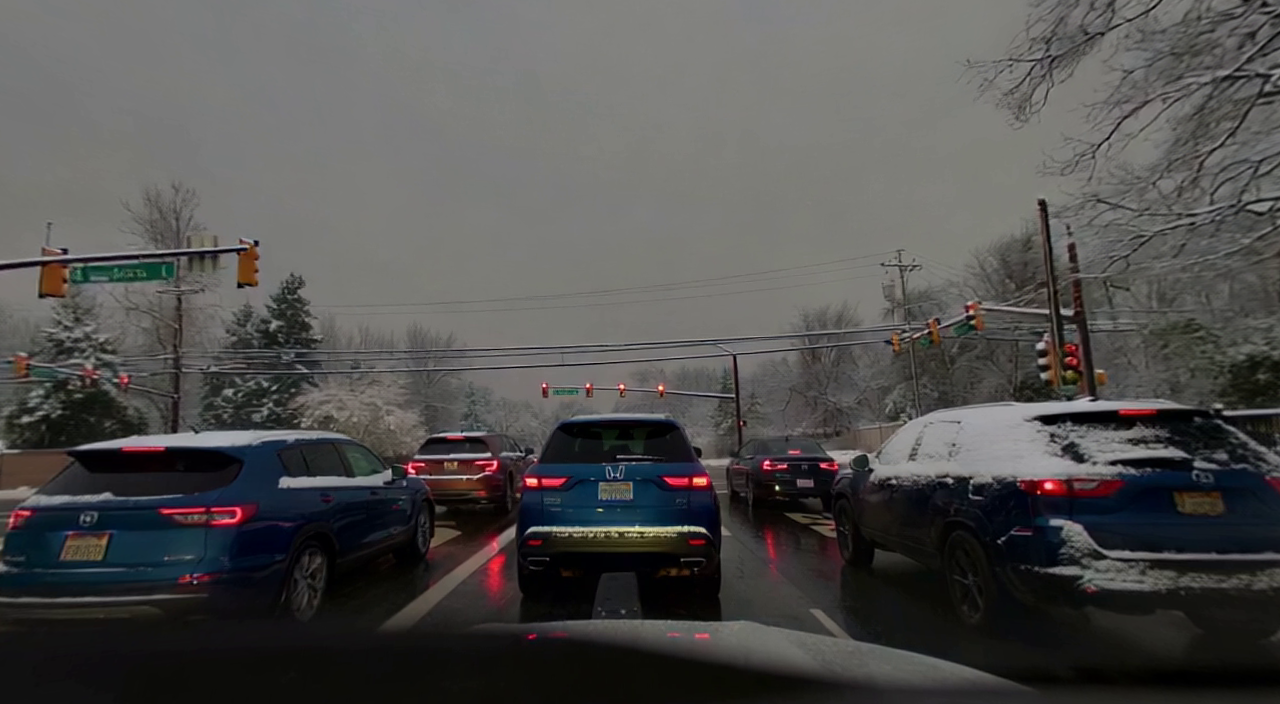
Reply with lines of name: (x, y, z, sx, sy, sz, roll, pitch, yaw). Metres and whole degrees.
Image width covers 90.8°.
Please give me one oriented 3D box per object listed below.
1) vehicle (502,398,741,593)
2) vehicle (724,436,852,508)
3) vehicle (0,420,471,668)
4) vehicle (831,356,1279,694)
vehicle: (-0.138, 1.578, 7.701, 2.111, 1.712, 4.078, 0, -9, 1)
vehicle: (3.368, 2.831, 15.361, 1.949, 1.479, 4.489, 0, -9, -1)
vehicle: (-3.192, 1.493, 6.088, 1.881, 1.466, 4.484, 0, -9, 0)
vehicle: (3.518, 1.257, 5.737, 1.999, 1.789, 4.583, 0, -9, -1)
